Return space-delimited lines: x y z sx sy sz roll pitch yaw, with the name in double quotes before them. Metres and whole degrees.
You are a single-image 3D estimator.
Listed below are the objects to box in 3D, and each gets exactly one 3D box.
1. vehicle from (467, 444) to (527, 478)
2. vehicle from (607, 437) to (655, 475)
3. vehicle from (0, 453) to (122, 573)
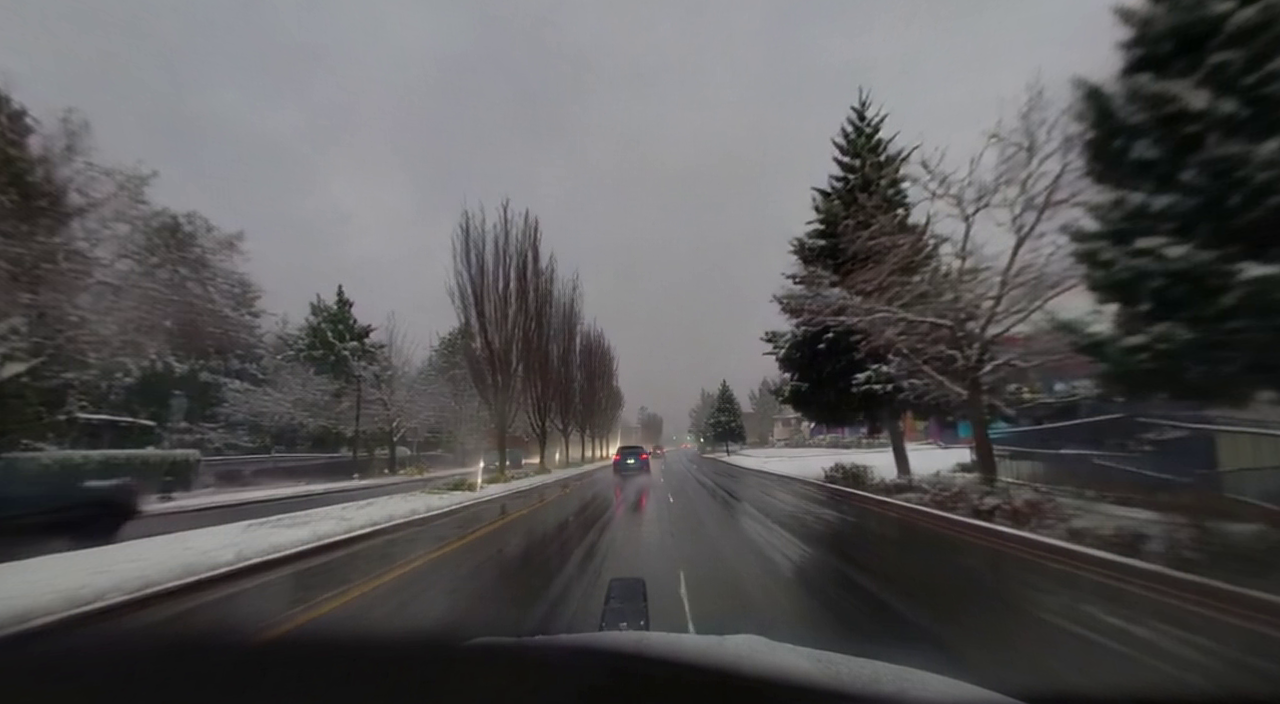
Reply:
"vehicle" -8.035 6.145 35.855 2.093 1.772 4.478 -1 -8 3
"vehicle" -0.354 5.102 31.097 2.129 1.713 4.314 0 -8 2
"vehicle" -9.867 2.243 8.687 1.908 1.616 3.988 -1 -8 3
